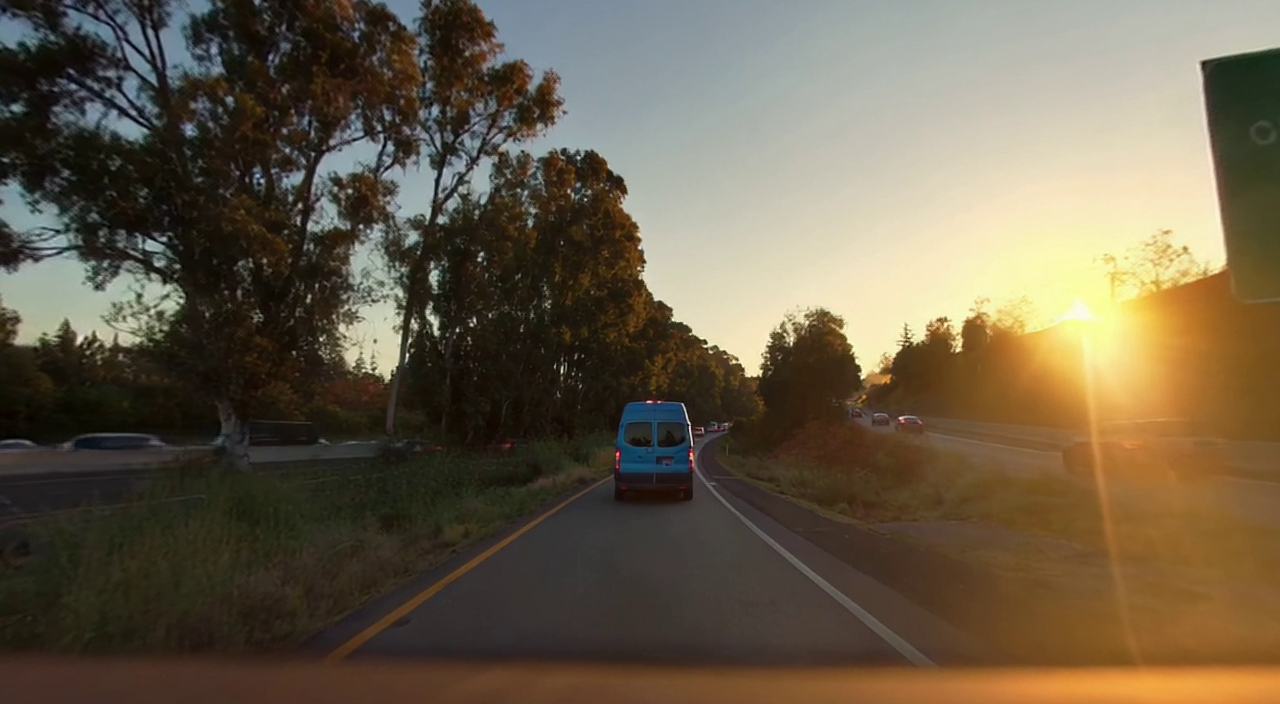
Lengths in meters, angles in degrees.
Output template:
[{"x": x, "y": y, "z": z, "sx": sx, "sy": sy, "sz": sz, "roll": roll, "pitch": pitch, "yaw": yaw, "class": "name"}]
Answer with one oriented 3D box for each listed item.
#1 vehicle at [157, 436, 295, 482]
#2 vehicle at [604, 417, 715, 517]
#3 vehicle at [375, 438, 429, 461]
[{"x": -16.127, "y": 4.164, "z": 24.934, "sx": 2.046, "sy": 1.585, "sz": 4.743, "roll": -1, "pitch": -8, "yaw": 3, "class": "vehicle"}, {"x": 0.309, "y": 2.456, "z": 13.991, "sx": 2.043, "sy": 1.821, "sz": 4.558, "roll": 0, "pitch": -8, "yaw": -1, "class": "vehicle"}, {"x": -18.378, "y": 7.522, "z": 48.935, "sx": 2.160, "sy": 1.691, "sz": 4.601, "roll": -1, "pitch": -8, "yaw": 3, "class": "vehicle"}]
